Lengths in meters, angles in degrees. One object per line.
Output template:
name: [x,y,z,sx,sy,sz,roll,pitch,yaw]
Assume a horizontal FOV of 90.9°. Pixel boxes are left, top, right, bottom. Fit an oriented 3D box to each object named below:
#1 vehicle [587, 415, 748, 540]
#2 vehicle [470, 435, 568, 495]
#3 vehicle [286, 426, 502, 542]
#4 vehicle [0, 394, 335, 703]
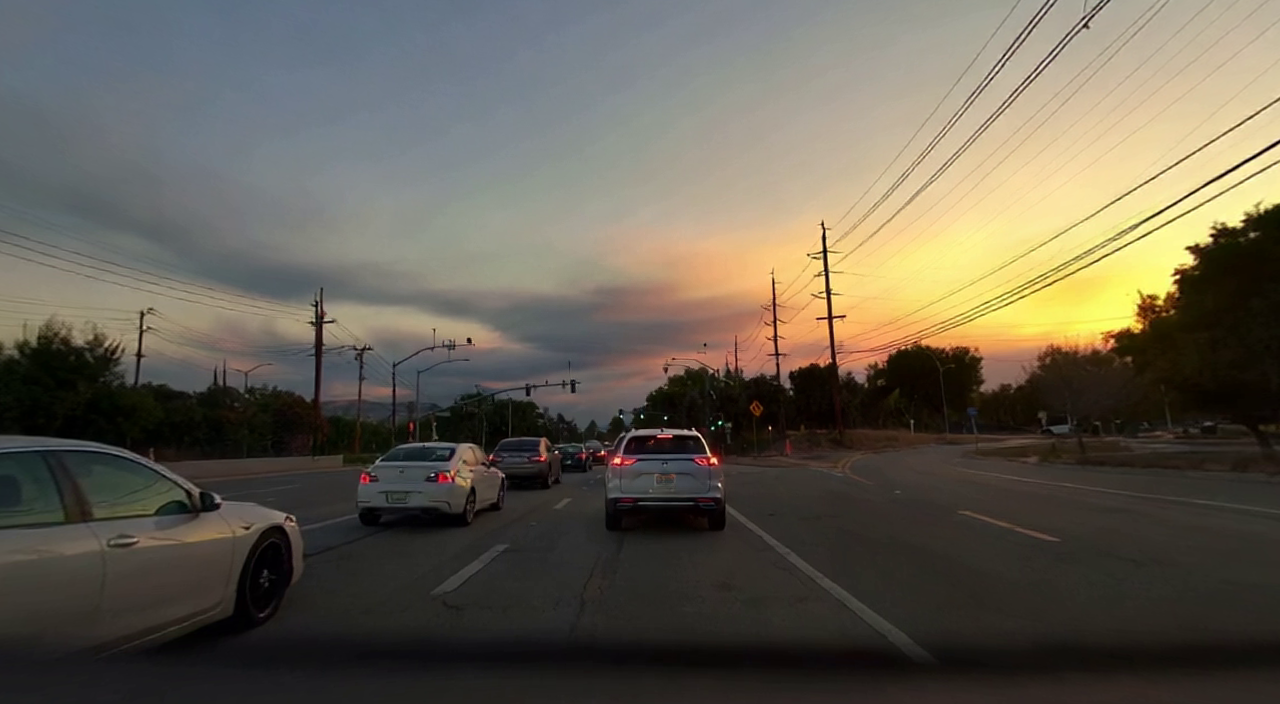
vehicle: [0.414,2.028,10.700,2.205,1.691,3.937,0,-9,1]
vehicle: [-3.577,3.450,19.552,2.018,1.621,4.441,-1,-9,2]
vehicle: [-3.809,2.115,10.680,1.999,1.563,4.007,0,-9,1]
vehicle: [-3.676,0.983,2.974,2.051,1.488,4.806,0,-9,0]
